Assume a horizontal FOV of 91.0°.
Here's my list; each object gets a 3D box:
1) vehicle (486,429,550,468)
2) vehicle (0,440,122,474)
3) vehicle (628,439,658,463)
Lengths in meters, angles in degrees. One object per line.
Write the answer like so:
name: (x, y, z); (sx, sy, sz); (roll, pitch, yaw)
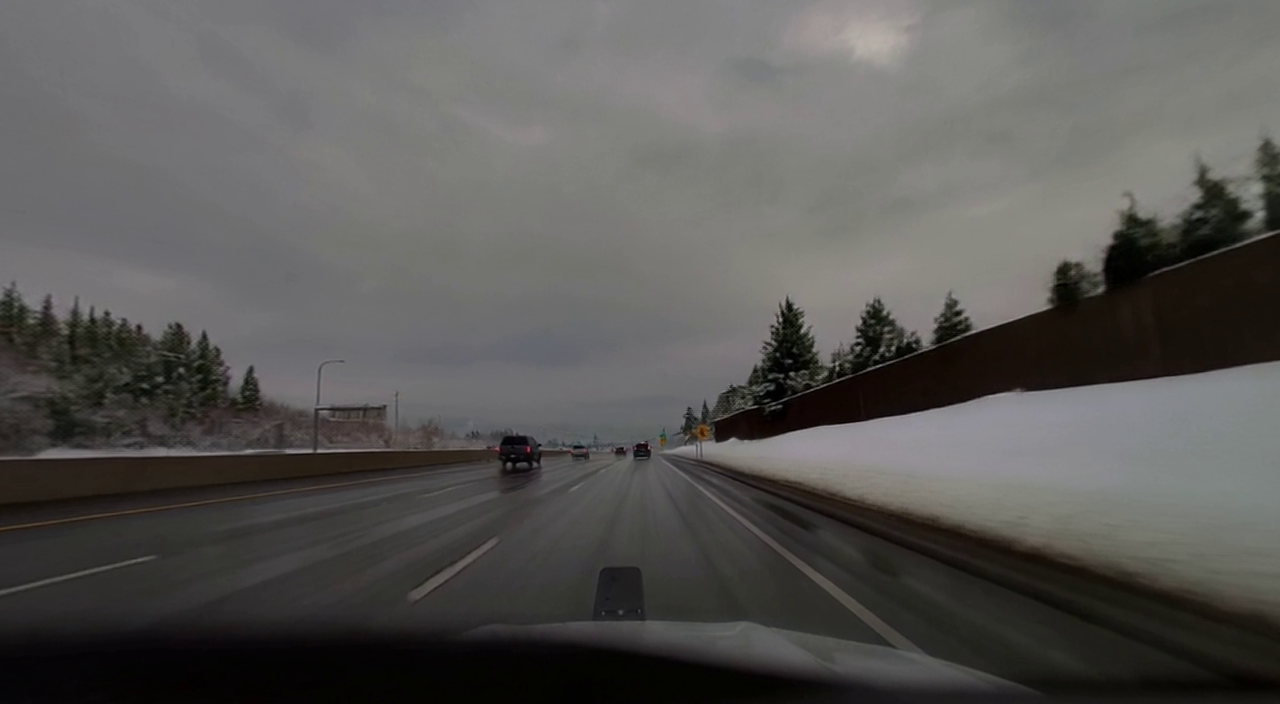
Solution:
vehicle: (-6.707, 5.391, 35.334); (2.438, 1.967, 5.596); (0, -8, 0)
vehicle: (-29.224, 5.275, 31.951); (1.951, 1.549, 4.563); (0, -8, 1)
vehicle: (0.217, 7.464, 47.648); (2.141, 1.706, 4.065); (0, -8, -1)
